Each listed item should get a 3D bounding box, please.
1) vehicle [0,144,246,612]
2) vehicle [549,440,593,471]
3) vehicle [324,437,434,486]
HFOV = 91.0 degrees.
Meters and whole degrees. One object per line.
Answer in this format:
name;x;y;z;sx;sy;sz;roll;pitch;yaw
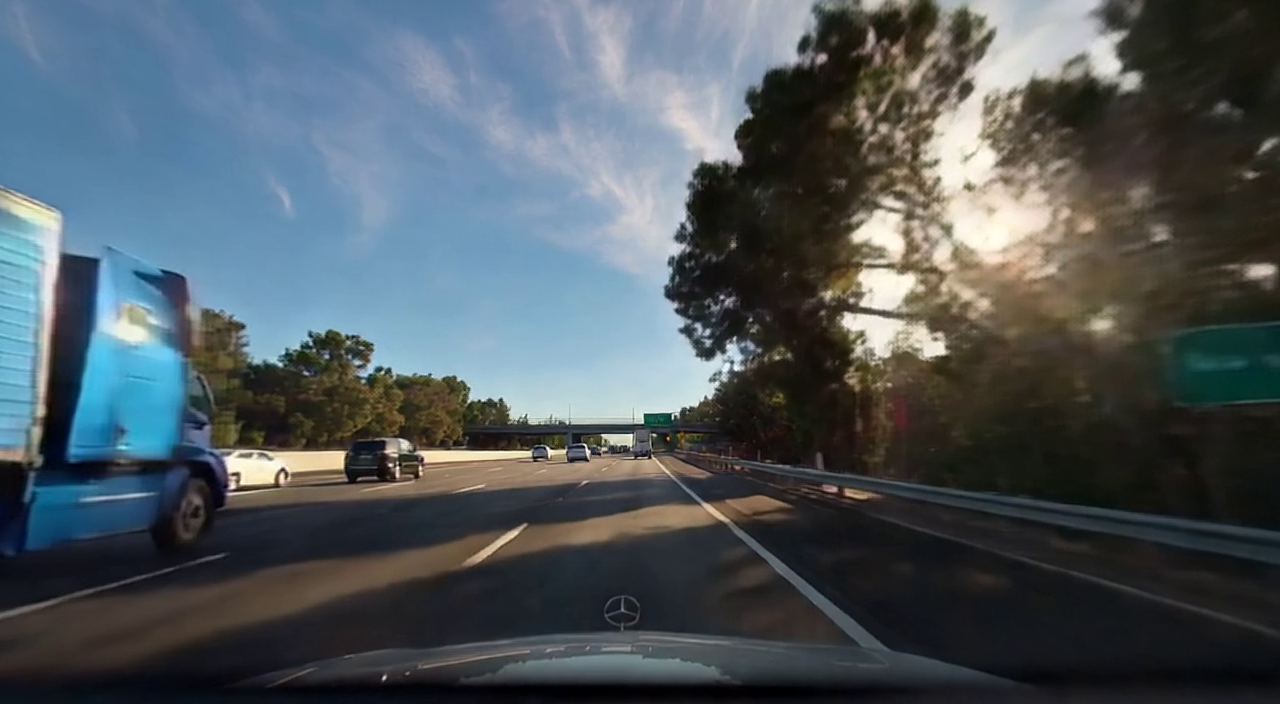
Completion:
vehicle;-7.005;-0.101;3.190;3.303;3.868;10.298;0;-9;0
vehicle;-4.027;6.147;37.481;2.094;1.695;4.260;0;-9;1
vehicle;-10.327;4.368;25.497;2.146;1.764;5.510;0;-9;-1
